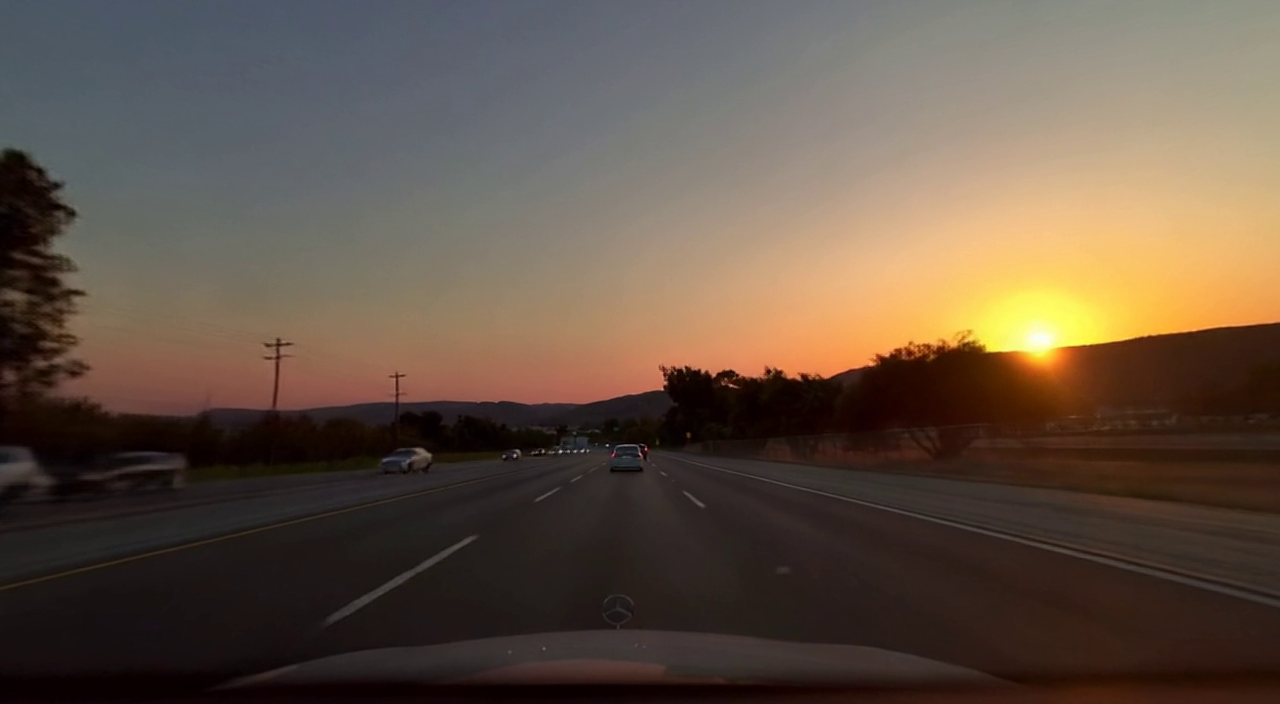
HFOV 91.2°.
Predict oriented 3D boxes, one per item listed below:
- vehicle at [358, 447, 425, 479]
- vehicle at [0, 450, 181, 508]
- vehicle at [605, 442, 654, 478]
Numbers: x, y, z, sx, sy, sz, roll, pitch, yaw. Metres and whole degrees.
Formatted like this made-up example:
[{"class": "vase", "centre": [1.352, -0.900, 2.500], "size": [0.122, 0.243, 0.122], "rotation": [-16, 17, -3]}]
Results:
[{"class": "vehicle", "centre": [-12.753, 5.704, 32.456], "size": [1.824, 1.518, 3.973], "rotation": [0, -9, 0]}, {"class": "vehicle", "centre": [-17.301, 3.957, 20.012], "size": [1.985, 1.603, 4.337], "rotation": [0, -9, -1]}, {"class": "vehicle", "centre": [-0.483, 4.985, 29.231], "size": [2.095, 1.537, 4.017], "rotation": [0, -9, -1]}]
